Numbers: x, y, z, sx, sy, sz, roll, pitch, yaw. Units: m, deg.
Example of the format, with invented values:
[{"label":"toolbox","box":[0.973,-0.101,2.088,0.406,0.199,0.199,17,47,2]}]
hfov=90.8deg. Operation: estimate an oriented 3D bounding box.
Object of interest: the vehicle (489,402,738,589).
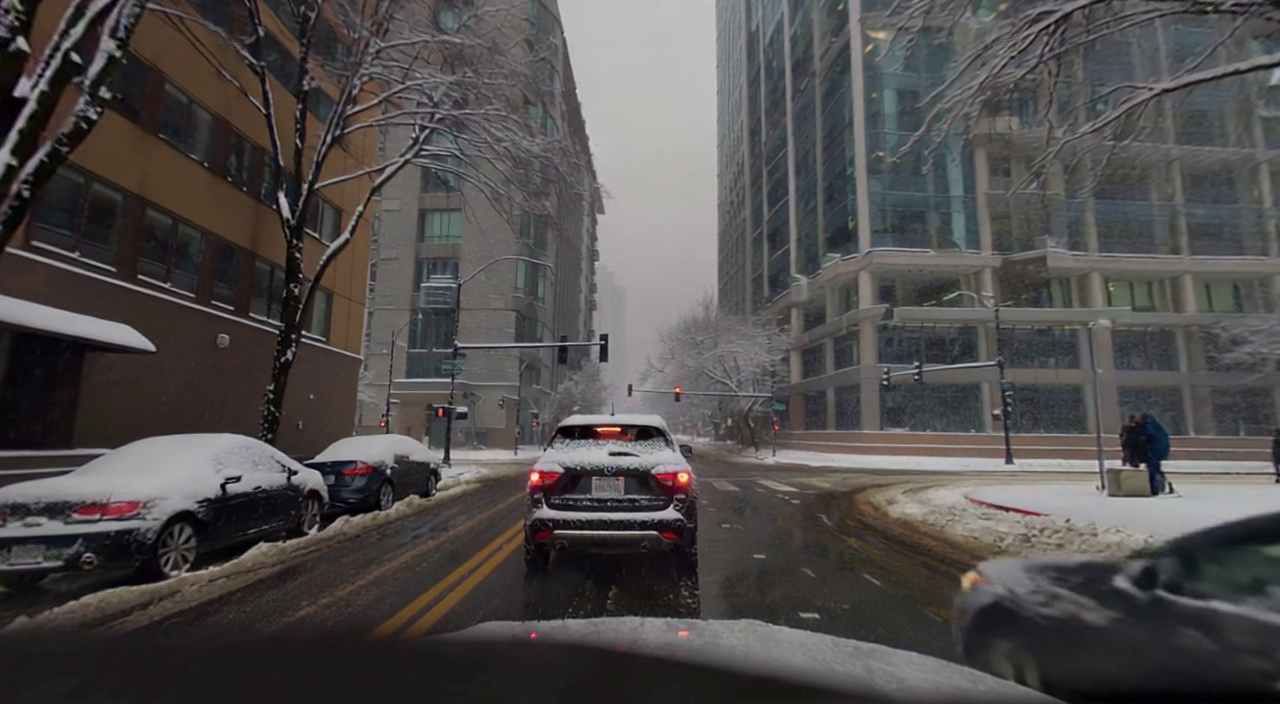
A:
[{"label":"vehicle","box":[-0.228,1.599,7.785,2.258,1.687,3.934,0,-9,1]}]

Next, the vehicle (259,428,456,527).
[{"label":"vehicle","box":[-5.873,2.652,13.969,2.077,1.791,4.751,0,-9,1]}]

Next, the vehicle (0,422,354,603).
[{"label":"vehicle","box":[-5.751,1.856,8.287,1.904,1.684,4.529,0,-9,-1]}]

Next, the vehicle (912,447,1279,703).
[{"label":"vehicle","box":[2.479,0.883,1.269,1.882,1.354,4.749,0,-9,2]}]
